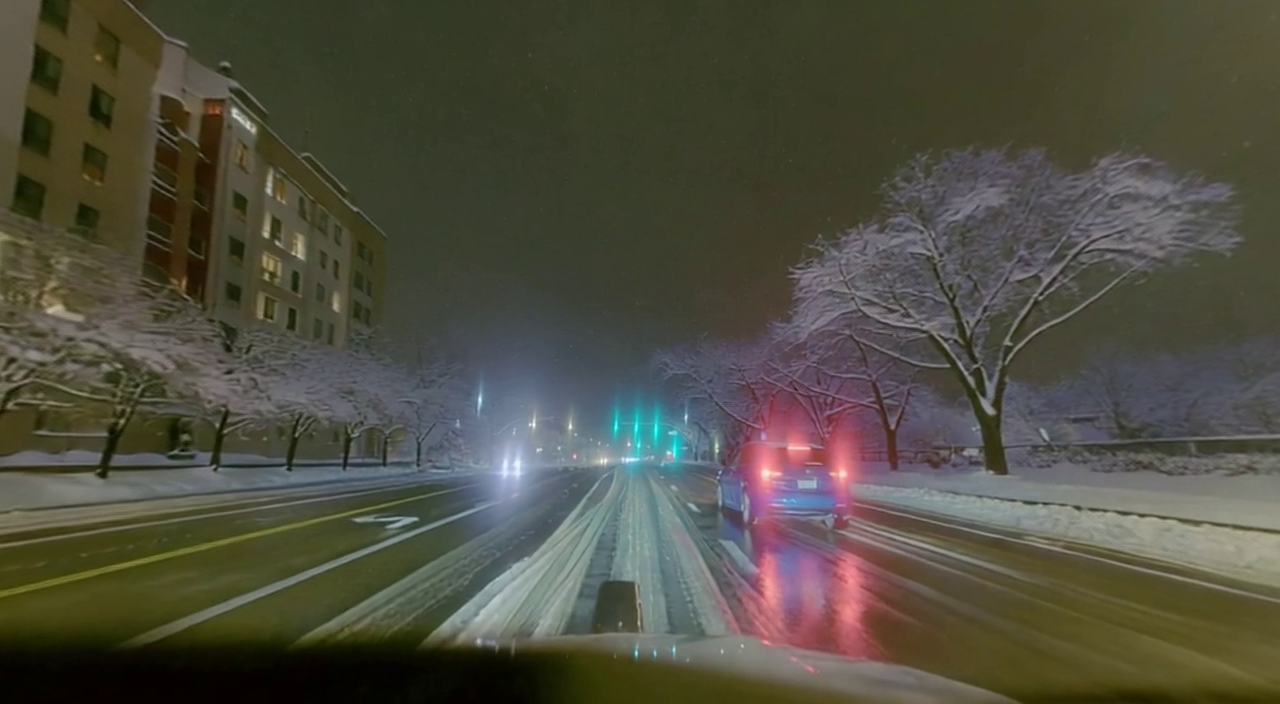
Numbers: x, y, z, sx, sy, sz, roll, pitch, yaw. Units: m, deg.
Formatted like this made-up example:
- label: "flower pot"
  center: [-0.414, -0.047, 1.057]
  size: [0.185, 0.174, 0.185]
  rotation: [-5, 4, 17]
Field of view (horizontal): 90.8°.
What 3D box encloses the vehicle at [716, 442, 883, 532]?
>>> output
- label: "vehicle"
  center: [2.901, 2.570, 12.736]
  size: [2.015, 1.455, 4.615]
  rotation: [0, -9, -2]
